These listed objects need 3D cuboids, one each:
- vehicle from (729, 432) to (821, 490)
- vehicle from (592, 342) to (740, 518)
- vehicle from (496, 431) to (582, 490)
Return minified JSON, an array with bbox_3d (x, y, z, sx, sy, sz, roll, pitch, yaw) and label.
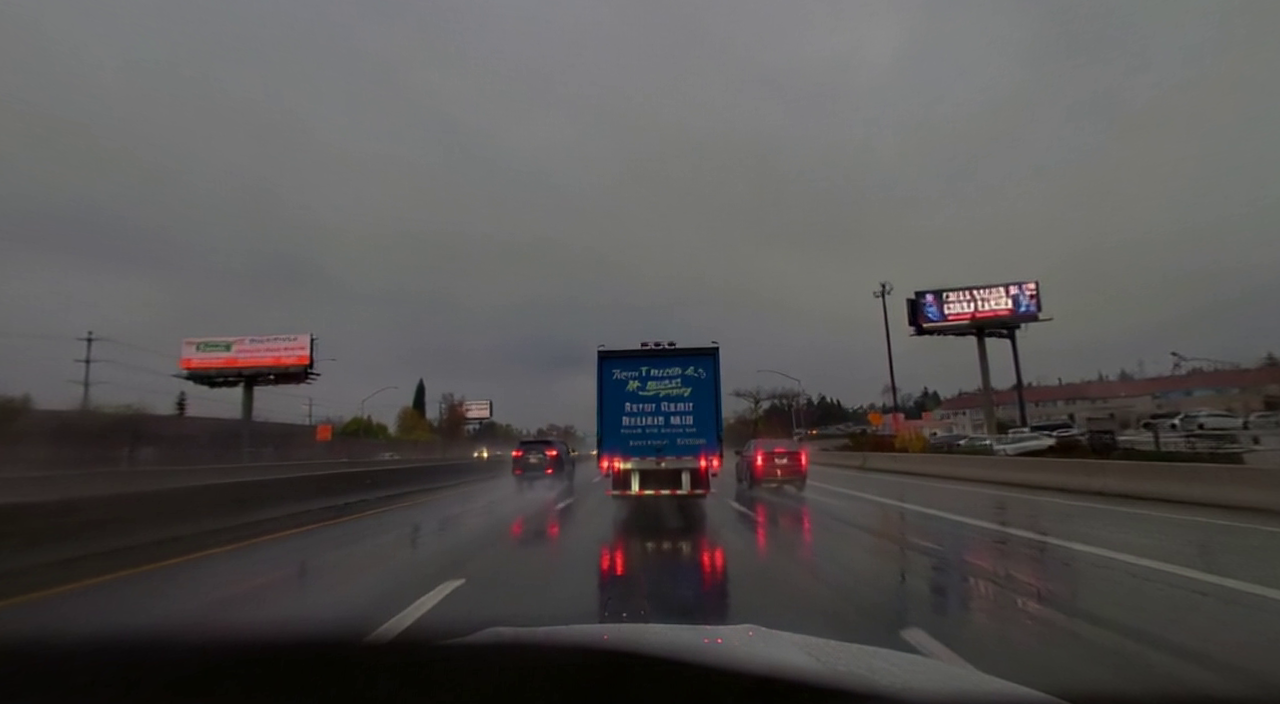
[{"bbox_3d":[4.301,3.536,20.840,2.066,1.692,4.339,0,-8,0],"label":"vehicle"},{"bbox_3d":[0.589,2.062,16.179,2.733,3.296,8.571,0,-8,2],"label":"vehicle"},{"bbox_3d":[-3.281,3.618,21.449,2.030,1.757,4.509,0,-8,2],"label":"vehicle"}]
